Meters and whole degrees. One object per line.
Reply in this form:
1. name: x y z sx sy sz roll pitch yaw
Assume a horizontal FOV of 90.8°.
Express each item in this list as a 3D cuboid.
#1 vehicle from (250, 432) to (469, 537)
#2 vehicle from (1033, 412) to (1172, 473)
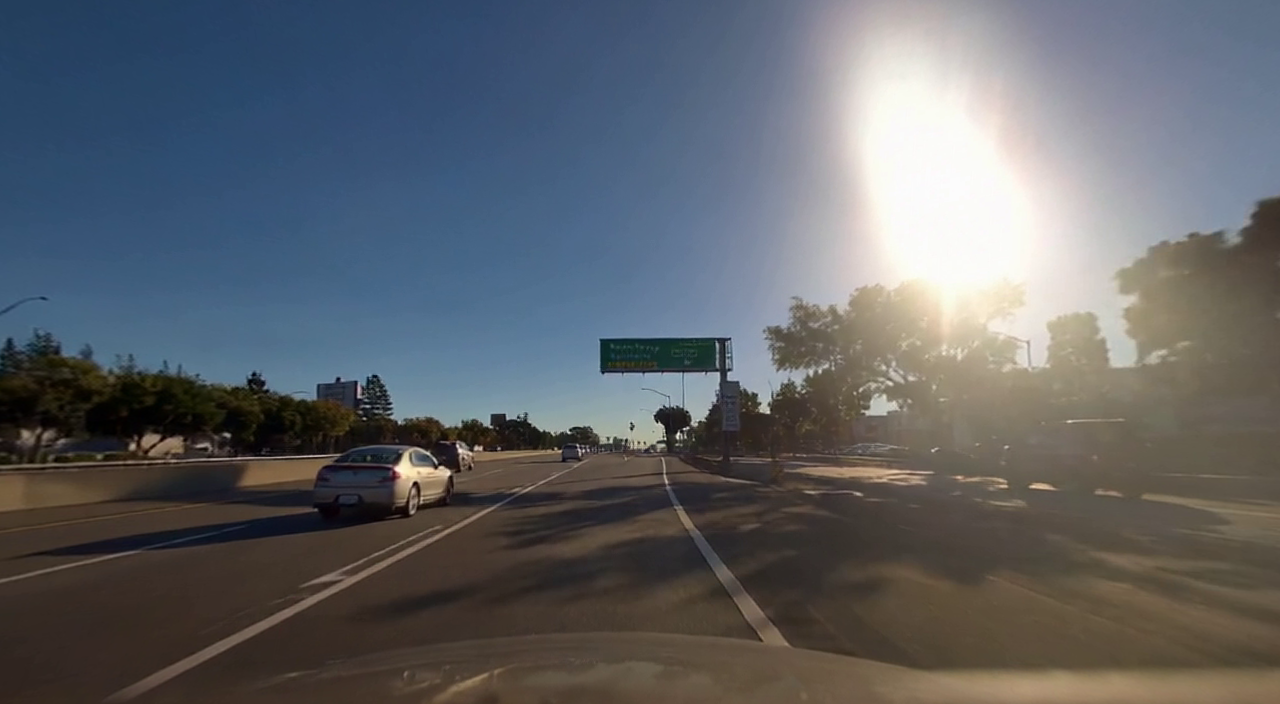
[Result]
1. vehicle: -4.671 2.260 11.492 1.940 1.479 4.777 0 -9 -2
2. vehicle: 29.380 5.836 40.626 2.871 3.501 6.846 0 -9 -9
